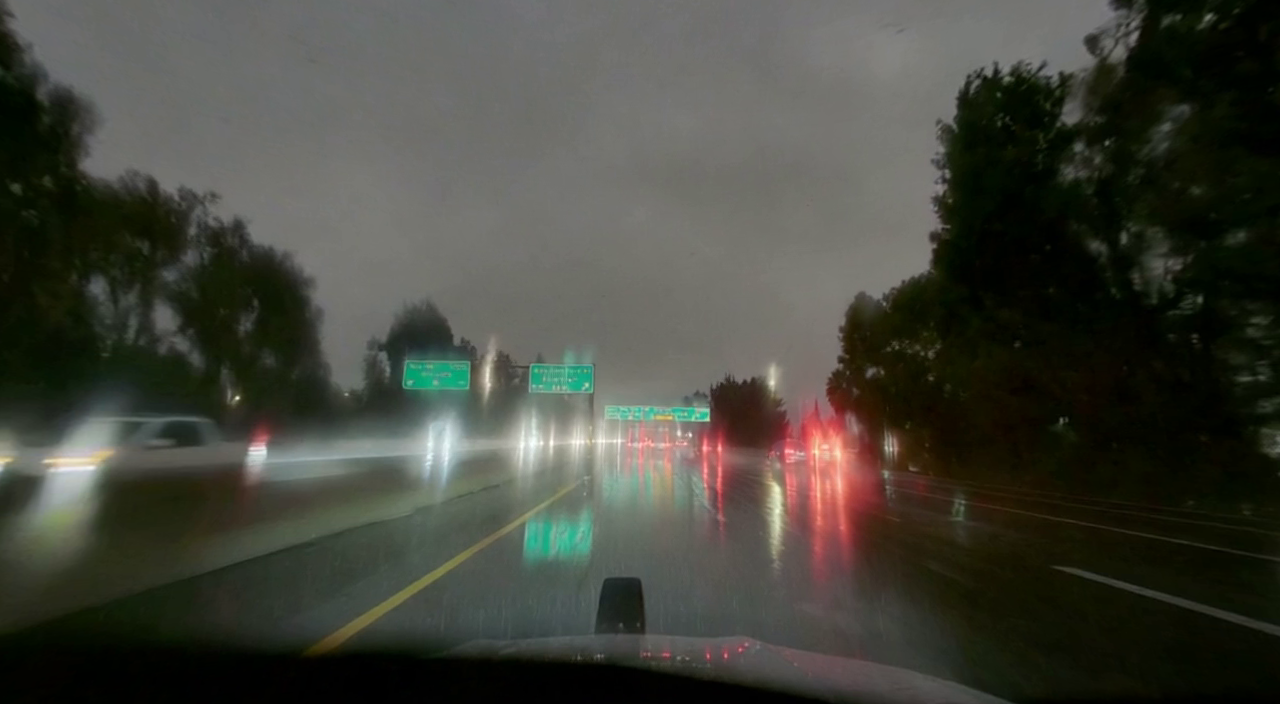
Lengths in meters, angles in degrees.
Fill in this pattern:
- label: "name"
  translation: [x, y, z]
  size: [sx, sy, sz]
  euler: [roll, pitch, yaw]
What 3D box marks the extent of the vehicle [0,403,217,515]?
- label: "vehicle"
  translation: [-9.407, 1.703, 10.279]
  size: [1.947, 1.466, 4.461]
  euler: [0, -9, 0]
